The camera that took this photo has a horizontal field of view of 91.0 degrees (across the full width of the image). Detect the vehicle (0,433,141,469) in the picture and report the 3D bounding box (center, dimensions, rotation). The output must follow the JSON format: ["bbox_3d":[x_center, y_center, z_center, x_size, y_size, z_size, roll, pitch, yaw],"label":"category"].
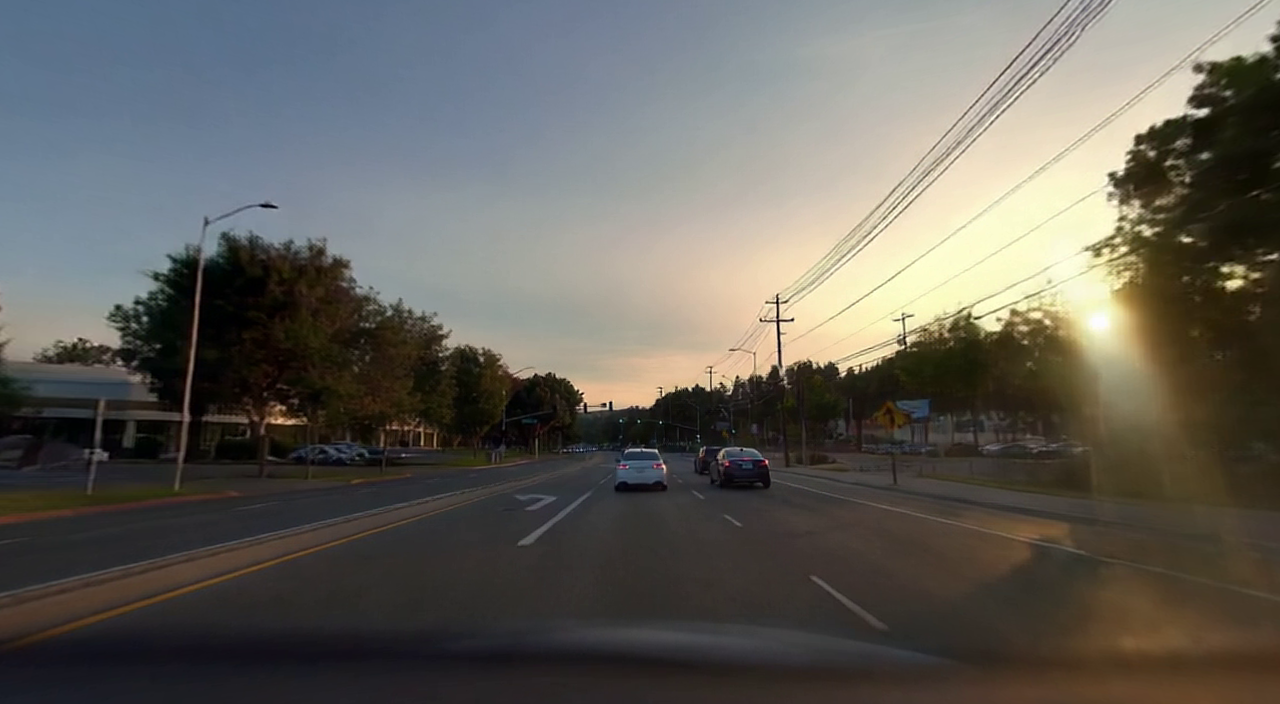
[{"bbox_3d":[-34.766,5.973,38.196,6.282,2.011,3.033,0,-8,-3],"label":"vehicle"}]

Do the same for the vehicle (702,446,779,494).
[{"bbox_3d":[3.399,4.072,22.140,1.985,1.489,4.036,0,-9,-1],"label":"vehicle"}]

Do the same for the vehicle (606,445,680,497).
[{"bbox_3d":[0.027,3.764,20.330,2.144,1.473,4.028,0,-9,-1],"label":"vehicle"}]
